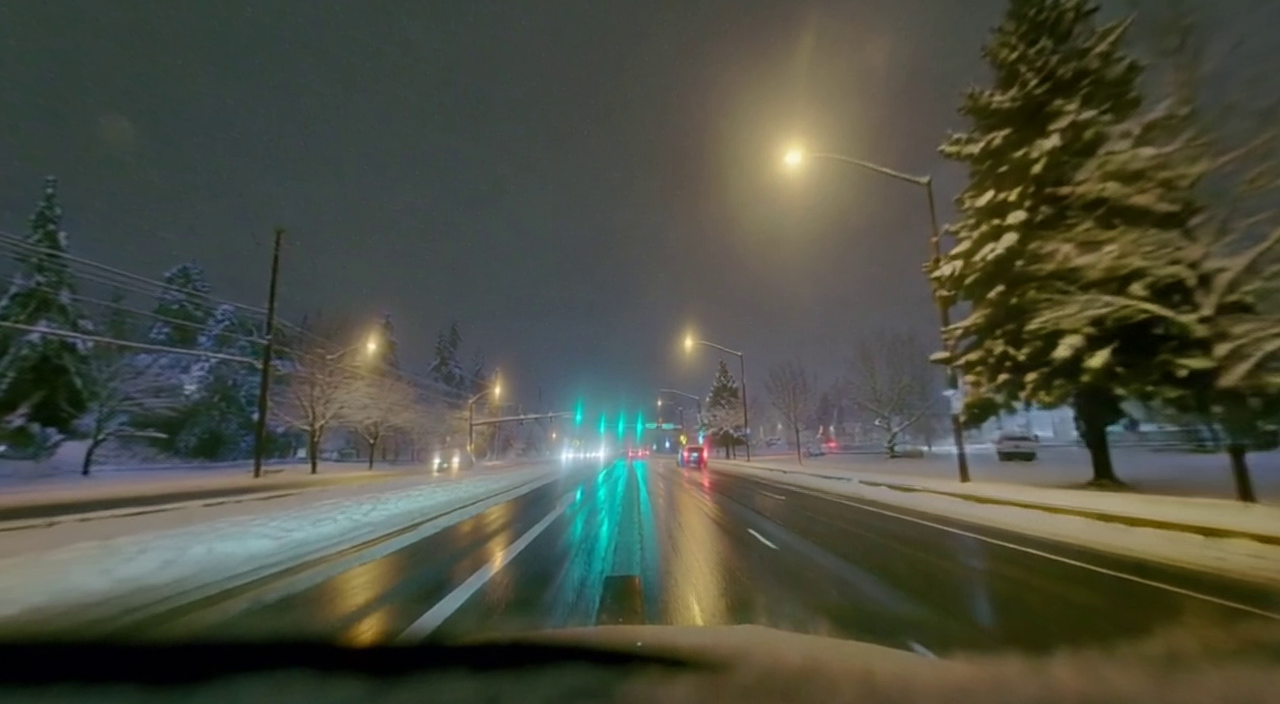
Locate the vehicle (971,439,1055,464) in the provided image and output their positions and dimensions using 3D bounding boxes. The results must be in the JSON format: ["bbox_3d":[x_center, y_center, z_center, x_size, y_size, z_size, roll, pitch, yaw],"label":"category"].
[{"bbox_3d":[22.915,6.108,38.895,3.845,1.471,2.043,0,-9,-1],"label":"vehicle"}]

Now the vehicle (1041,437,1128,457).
[{"bbox_3d":[34.487,7.377,49.081,4.993,1.444,2.237,-1,-9,2],"label":"vehicle"}]

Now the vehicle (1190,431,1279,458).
[{"bbox_3d":[34.377,5.254,35.779,4.468,1.455,1.910,-1,-9,3],"label":"vehicle"}]

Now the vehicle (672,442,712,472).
[{"bbox_3d":[3.218,6.625,40.052,2.069,1.761,4.610,0,-9,-1],"label":"vehicle"}]

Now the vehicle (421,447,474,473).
[{"bbox_3d":[-12.768,7.191,42.274,1.975,1.638,4.706,-1,-9,1],"label":"vehicle"}]
